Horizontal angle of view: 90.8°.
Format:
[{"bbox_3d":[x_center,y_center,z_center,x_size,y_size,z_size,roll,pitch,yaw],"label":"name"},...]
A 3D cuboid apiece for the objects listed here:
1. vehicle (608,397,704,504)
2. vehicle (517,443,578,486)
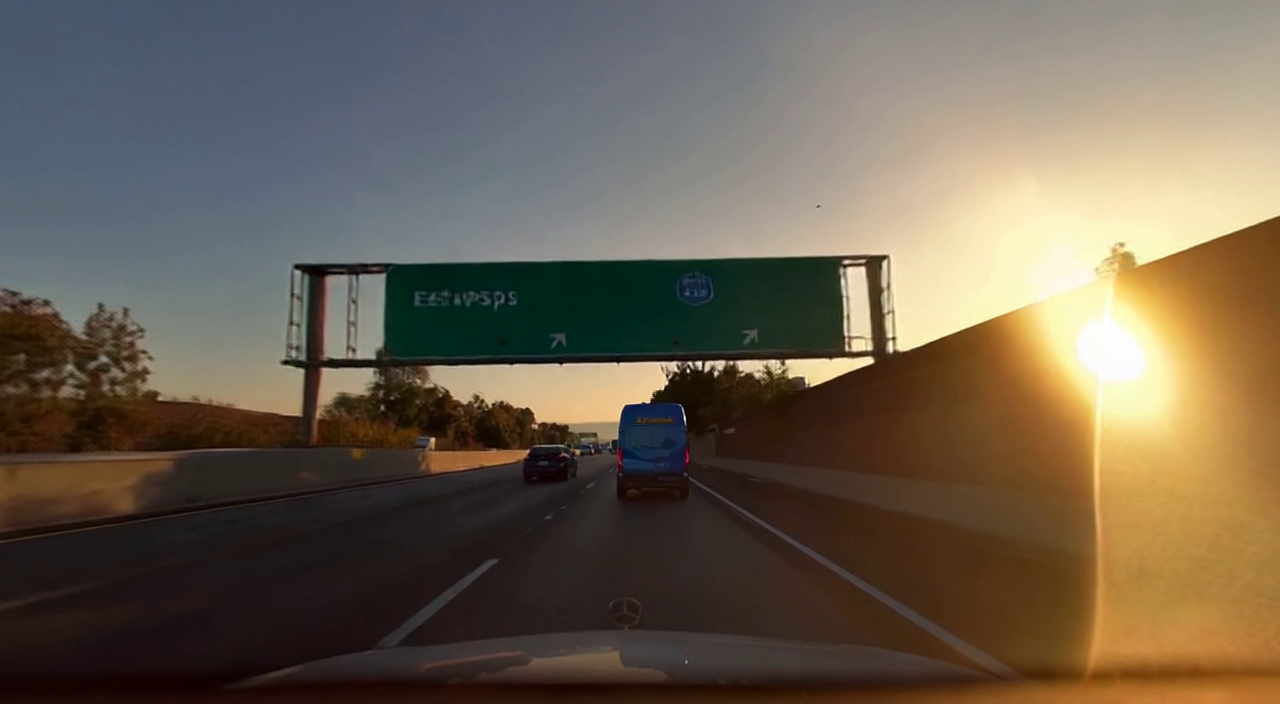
[{"bbox_3d":[0.310,2.799,18.071,2.332,2.558,5.314,0,-9,-2],"label":"vehicle"},{"bbox_3d":[-3.422,4.230,23.960,1.788,1.500,3.475,0,-9,0],"label":"vehicle"}]
